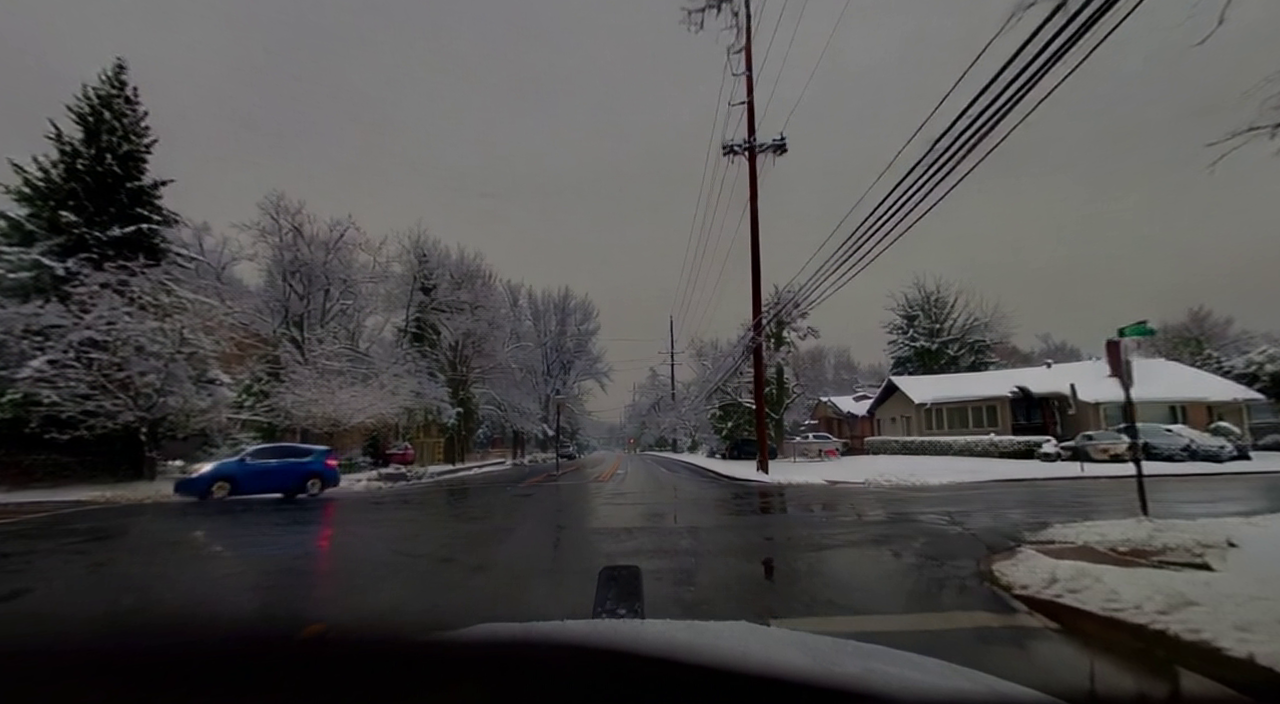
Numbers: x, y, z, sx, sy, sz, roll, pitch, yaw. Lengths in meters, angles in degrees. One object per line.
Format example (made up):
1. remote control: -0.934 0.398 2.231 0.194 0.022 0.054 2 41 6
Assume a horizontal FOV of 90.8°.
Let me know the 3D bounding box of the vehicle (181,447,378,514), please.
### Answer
1. vehicle: -9.961 3.466 17.639 4.396 1.596 1.988 6 -11 -38

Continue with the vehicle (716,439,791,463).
1. vehicle: 7.959 6.959 44.506 4.784 1.647 1.947 0 -8 -4
